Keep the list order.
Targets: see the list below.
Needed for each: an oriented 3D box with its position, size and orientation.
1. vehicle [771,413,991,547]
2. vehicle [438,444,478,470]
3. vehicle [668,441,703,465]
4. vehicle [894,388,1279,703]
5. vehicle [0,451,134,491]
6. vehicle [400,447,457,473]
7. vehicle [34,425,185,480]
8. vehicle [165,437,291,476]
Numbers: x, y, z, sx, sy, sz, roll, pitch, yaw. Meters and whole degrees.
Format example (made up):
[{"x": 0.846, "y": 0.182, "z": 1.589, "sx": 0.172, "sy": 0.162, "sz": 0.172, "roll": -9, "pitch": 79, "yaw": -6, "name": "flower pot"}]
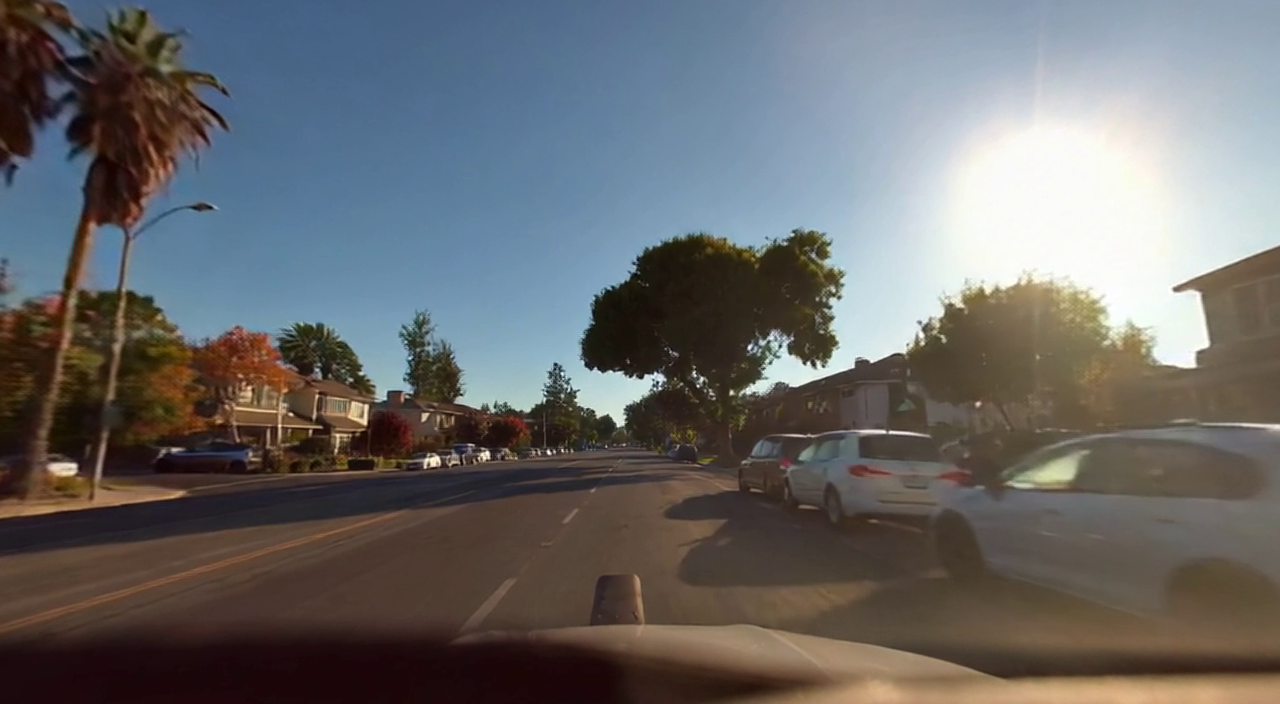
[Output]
[{"x": 3.757, "y": 2.099, "z": 10.957, "sx": 1.912, "sy": 1.790, "sz": 4.715, "roll": 0, "pitch": -9, "yaw": 0, "name": "vehicle"}, {"x": -13.745, "y": 7.929, "z": 47.901, "sx": 1.844, "sy": 1.764, "sz": 4.183, "roll": -1, "pitch": -7, "yaw": 0, "name": "vehicle"}, {"x": 3.346, "y": 7.580, "z": 47.574, "sx": 2.221, "sy": 1.718, "sz": 5.192, "roll": 0, "pitch": -9, "yaw": 0, "name": "vehicle"}, {"x": 3.770, "y": 1.210, "z": 4.318, "sx": 1.878, "sy": 1.625, "sz": 4.826, "roll": 0, "pitch": -9, "yaw": -2, "name": "vehicle"}, {"x": -23.587, "y": 4.705, "z": 25.193, "sx": 4.946, "sy": 1.518, "sz": 2.115, "roll": 0, "pitch": -9, "yaw": 1, "name": "vehicle"}, {"x": -13.759, "y": 7.010, "z": 41.297, "sx": 2.131, "sy": 1.492, "sz": 4.310, "roll": -1, "pitch": -7, "yaw": 2, "name": "vehicle"}, {"x": -29.334, "y": 5.563, "z": 35.096, "sx": 6.108, "sy": 2.900, "sz": 2.298, "roll": 0, "pitch": -9, "yaw": 1, "name": "vehicle"}, {"x": -22.767, "y": 5.786, "z": 35.074, "sx": 5.386, "sy": 2.043, "sz": 2.124, "roll": 0, "pitch": -9, "yaw": -1, "name": "vehicle"}]
